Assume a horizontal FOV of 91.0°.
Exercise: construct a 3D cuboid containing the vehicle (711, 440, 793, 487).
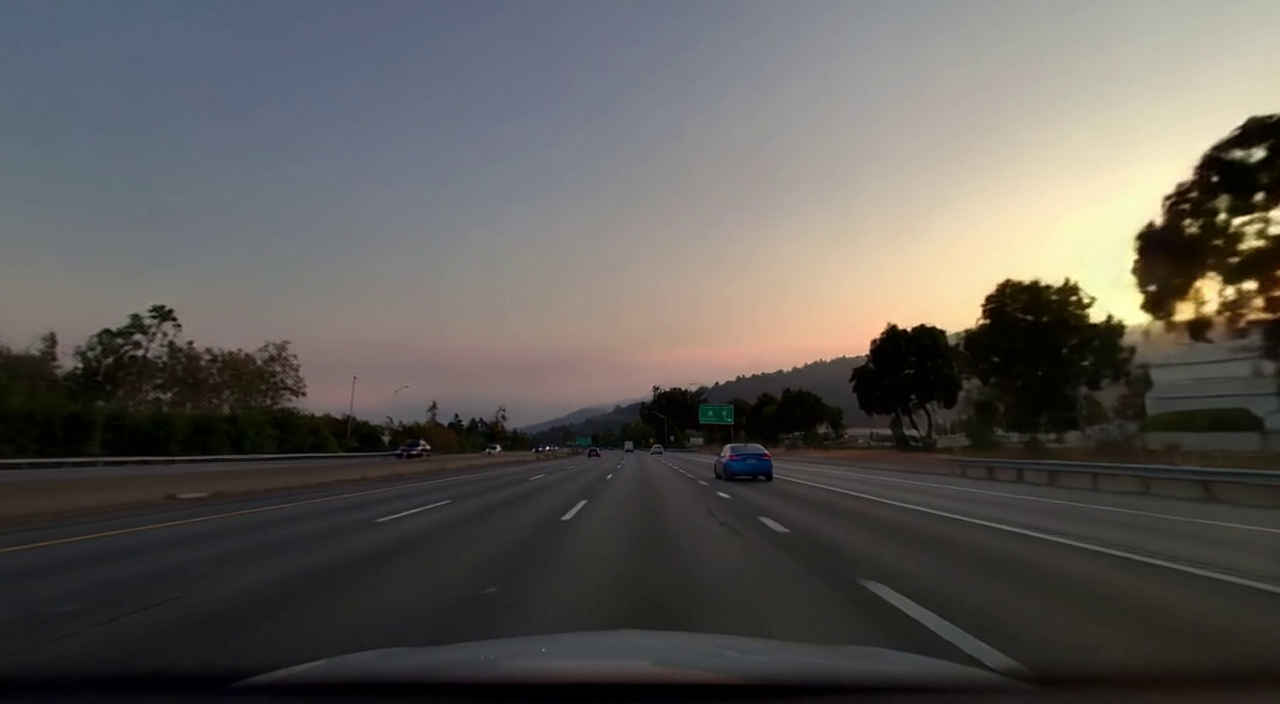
[{"bbox_3d":[3.854,3.903,22.397,2.033,1.501,4.398,0,-9,-1],"label":"vehicle"}]
